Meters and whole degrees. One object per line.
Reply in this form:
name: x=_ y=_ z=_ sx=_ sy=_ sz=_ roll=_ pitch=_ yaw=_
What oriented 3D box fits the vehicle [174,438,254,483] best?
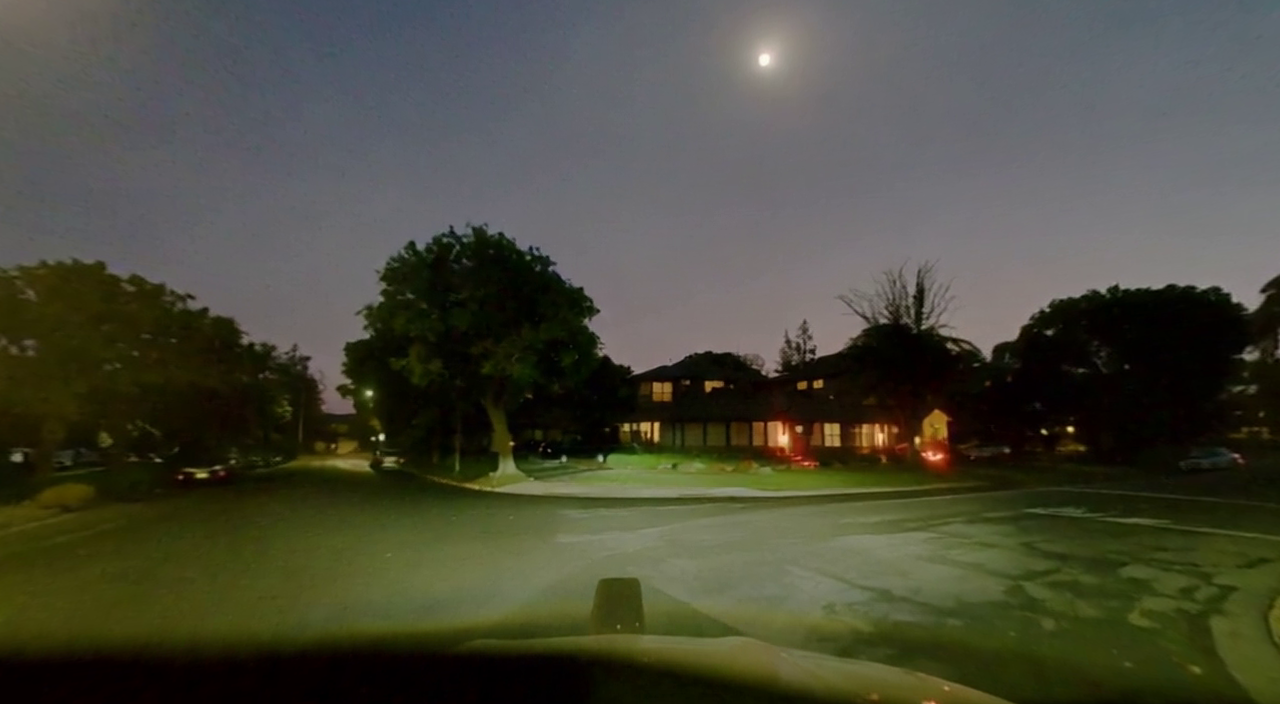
vehicle: x=-19.024 y=4.828 z=28.443 sx=2.152 sy=1.826 sz=4.725 roll=4 pitch=-10 yaw=-25

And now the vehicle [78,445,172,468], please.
vehicle: x=-34.741 y=7.028 z=42.790 sx=4.526 sy=1.487 sz=1.766 roll=4 pitch=-10 yaw=-25

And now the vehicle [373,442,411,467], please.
vehicle: x=-17.360 y=7.146 z=44.170 sx=2.109 sy=1.676 sz=4.037 roll=4 pitch=-10 yaw=-25

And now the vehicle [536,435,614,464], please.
vehicle: x=-3.849 y=5.777 z=37.474 sx=4.241 sy=1.597 sz=1.833 roll=4 pitch=-10 yaw=-25
